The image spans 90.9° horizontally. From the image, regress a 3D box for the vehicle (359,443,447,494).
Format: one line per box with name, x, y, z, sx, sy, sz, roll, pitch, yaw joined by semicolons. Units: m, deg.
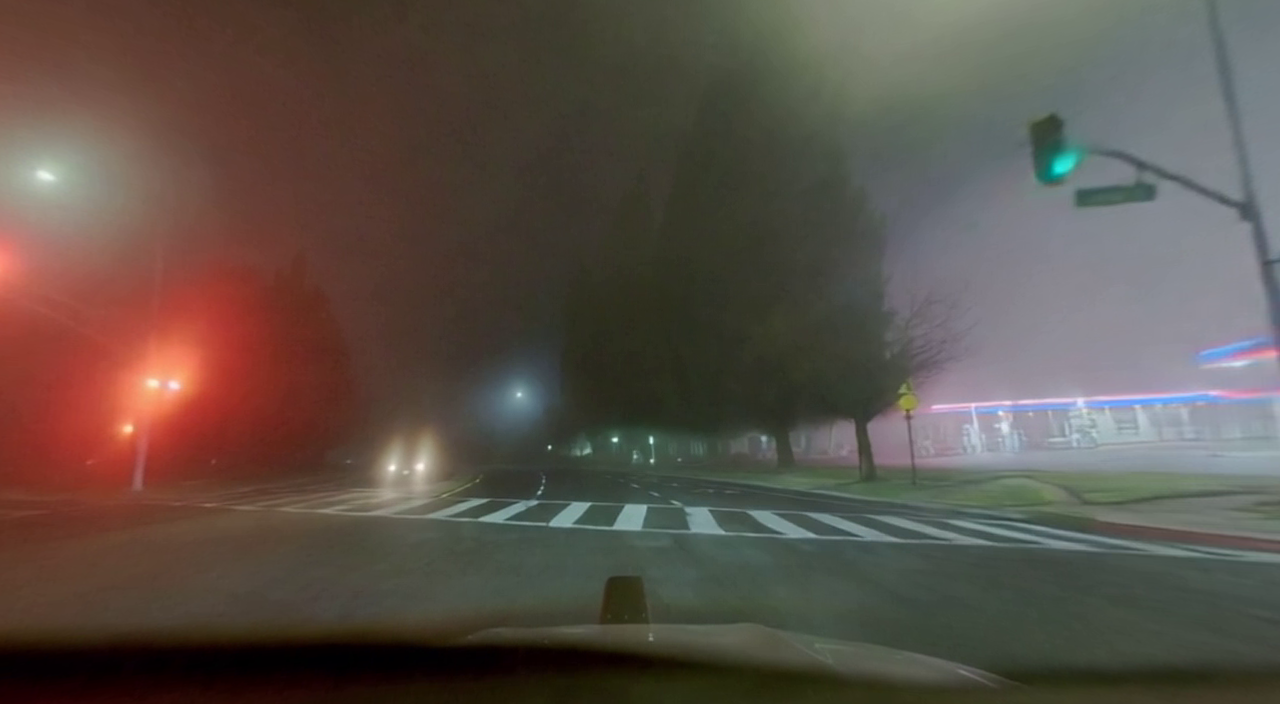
vehicle;-8.625;4.241;23.389;2.048;1.670;4.450;0;-9;-7
